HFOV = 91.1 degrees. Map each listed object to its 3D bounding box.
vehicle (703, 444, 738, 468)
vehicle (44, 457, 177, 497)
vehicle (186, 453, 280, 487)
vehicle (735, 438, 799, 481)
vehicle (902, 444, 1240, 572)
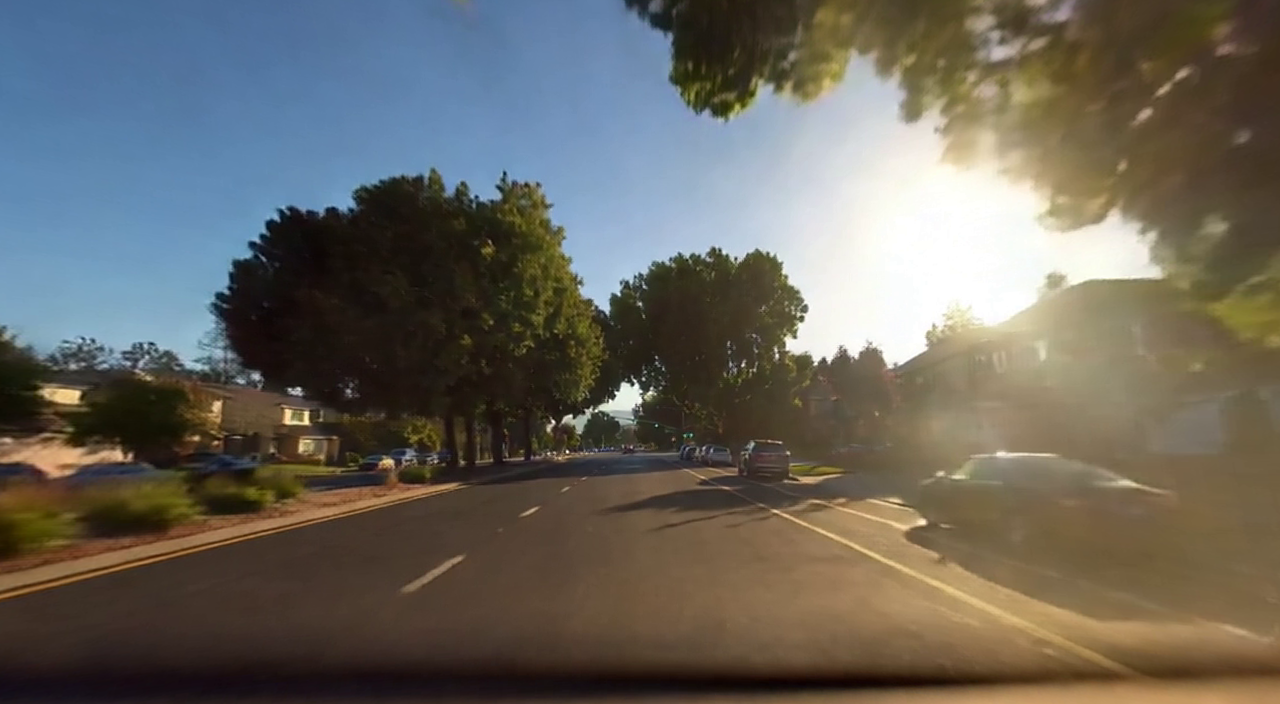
[{"bbox_3d":[5.943,7.718,46.785,1.918,1.662,4.393,1,-9,-2],"label":"vehicle"},{"bbox_3d":[-22.254,5.233,26.650,1.785,1.461,4.377,0,-9,0],"label":"vehicle"},{"bbox_3d":[-22.018,6.376,34.213,1.911,1.473,4.610,-1,-6,3],"label":"vehicle"},{"bbox_3d":[5.896,5.038,29.640,2.004,1.816,4.585,0,-9,-1],"label":"vehicle"},{"bbox_3d":[6.069,2.200,9.721,1.945,1.481,4.421,1,-9,-3],"label":"vehicle"}]
